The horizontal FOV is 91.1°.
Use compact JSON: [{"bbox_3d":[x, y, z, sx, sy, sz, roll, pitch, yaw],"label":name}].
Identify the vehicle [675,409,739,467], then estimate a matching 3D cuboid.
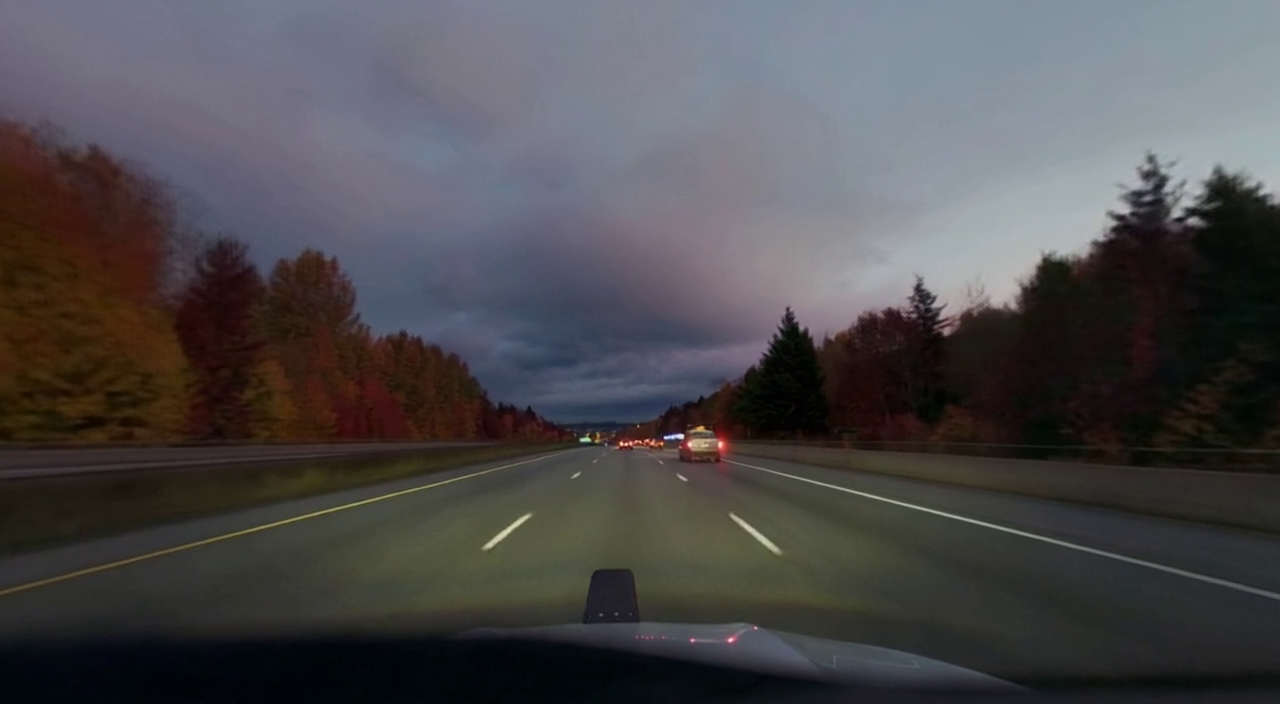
[{"bbox_3d":[3.200,4.271,31.374,2.411,2.614,5.781,0,-8,-2],"label":"vehicle"}]
